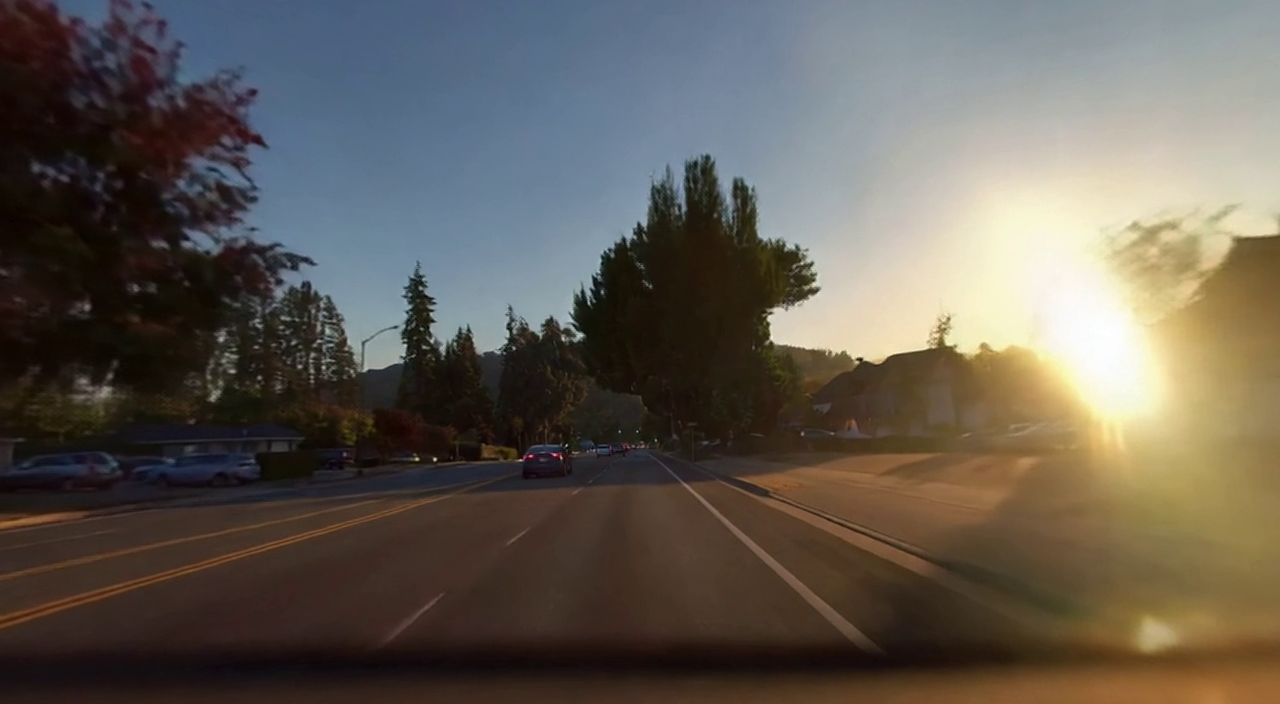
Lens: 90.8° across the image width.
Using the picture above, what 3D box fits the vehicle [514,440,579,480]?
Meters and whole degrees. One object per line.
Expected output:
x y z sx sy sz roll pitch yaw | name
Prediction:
-3.716 4.381 25.915 2.030 1.467 4.251 0 -9 0 | vehicle

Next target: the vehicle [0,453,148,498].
-26.205 5.575 28.705 6.046 1.942 2.085 -1 -9 3 | vehicle

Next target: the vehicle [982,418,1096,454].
17.172 3.680 27.476 1.784 1.411 4.402 0 -9 -5 | vehicle

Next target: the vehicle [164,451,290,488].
-20.894 5.933 32.150 4.866 1.749 2.158 0 -9 1 | vehicle

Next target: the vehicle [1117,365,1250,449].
17.637 1.988 20.902 2.153 2.355 5.958 -5 -10 30 | vehicle

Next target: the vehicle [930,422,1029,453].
19.941 5.056 37.292 4.605 1.480 1.994 -3 -8 1 | vehicle
